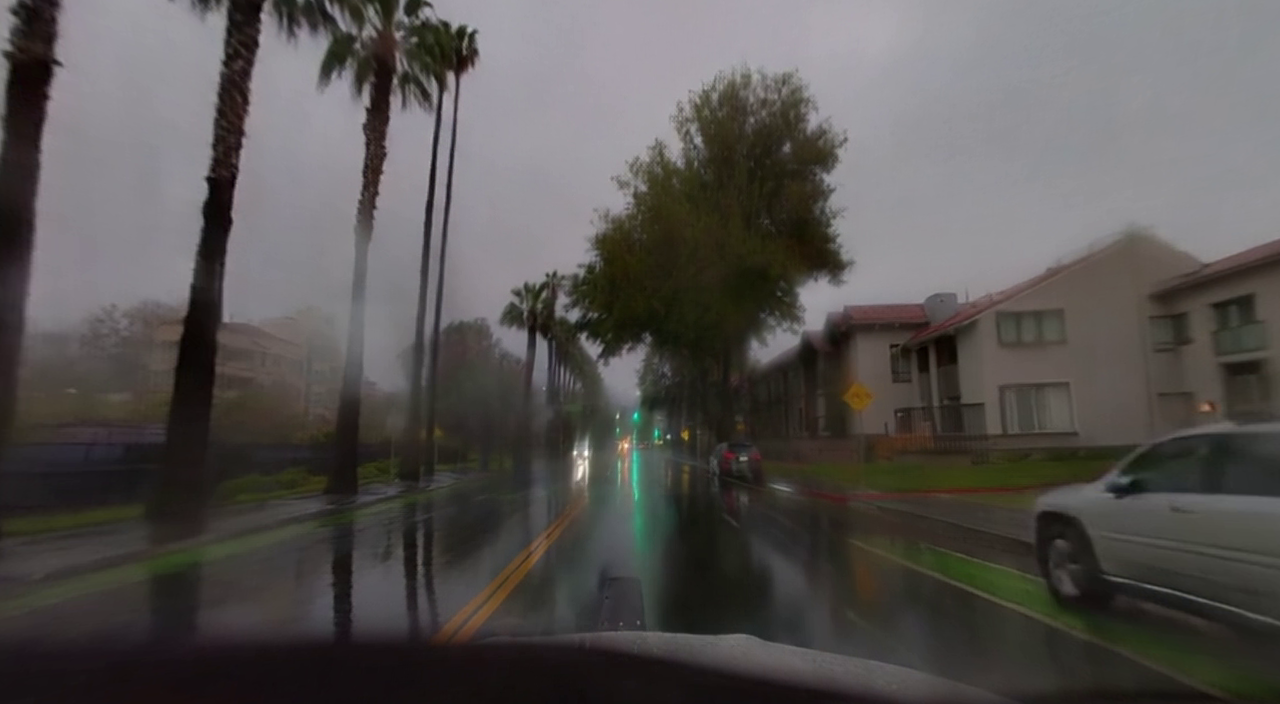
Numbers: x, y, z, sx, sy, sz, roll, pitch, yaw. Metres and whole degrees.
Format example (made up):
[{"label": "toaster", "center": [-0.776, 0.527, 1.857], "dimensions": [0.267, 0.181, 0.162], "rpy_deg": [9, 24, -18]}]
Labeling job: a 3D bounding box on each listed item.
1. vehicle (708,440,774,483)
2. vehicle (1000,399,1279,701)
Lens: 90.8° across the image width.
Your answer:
[{"label": "vehicle", "center": [4.251, 4.674, 27.243], "dimensions": [1.997, 1.640, 4.494], "rpy_deg": [0, -9, -1]}, {"label": "vehicle", "center": [4.747, 1.166, 3.867], "dimensions": [2.144, 1.720, 4.794], "rpy_deg": [0, -9, -1]}]
